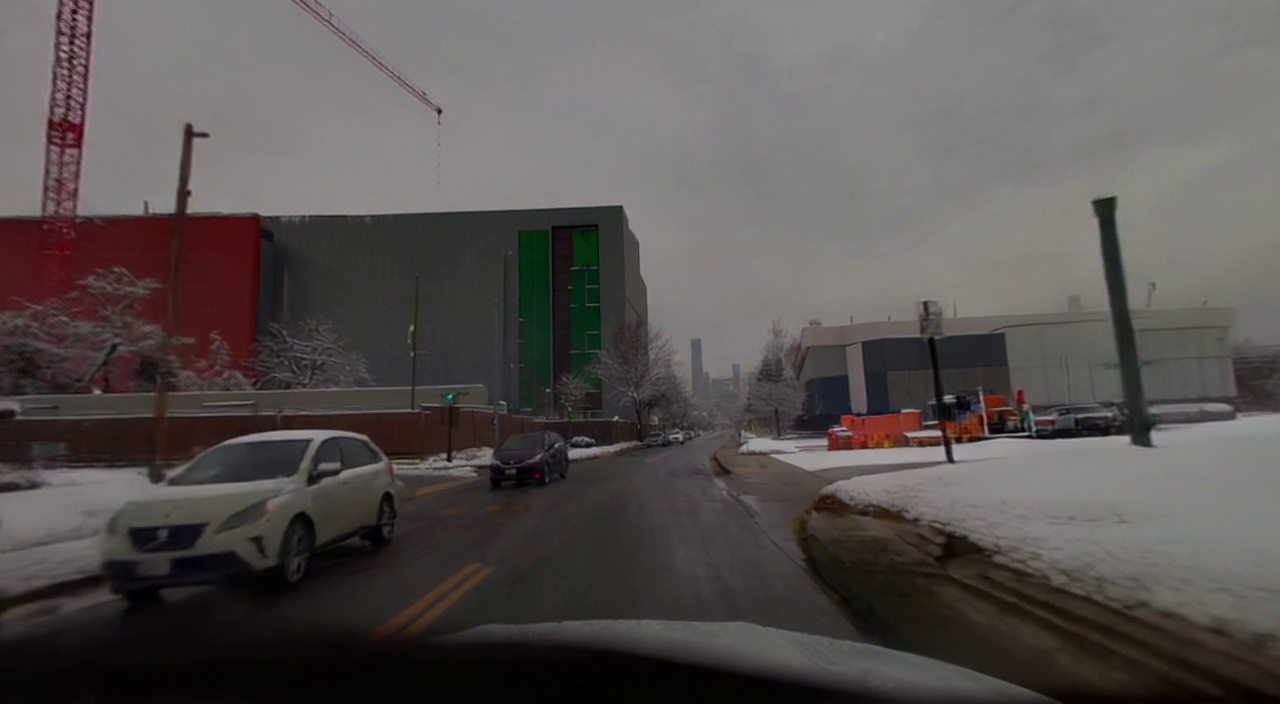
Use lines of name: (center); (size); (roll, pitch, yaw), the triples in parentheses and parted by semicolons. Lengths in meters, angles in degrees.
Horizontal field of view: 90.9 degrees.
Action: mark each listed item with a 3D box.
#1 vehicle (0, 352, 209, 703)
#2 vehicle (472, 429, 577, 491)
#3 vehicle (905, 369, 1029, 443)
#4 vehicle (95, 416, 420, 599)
vehicle: (-3.466, 0.726, 1.459); (2.026, 1.699, 4.224); (0, -8, -2)
vehicle: (-3.351, 3.208, 19.243); (1.967, 1.646, 4.192); (-1, -8, 7)
vehicle: (19.280, 3.498, 38.114); (3.031, 3.863, 9.734); (-1, -8, 5)
vehicle: (-3.937, 1.575, 7.114); (1.736, 1.610, 2.874); (0, -8, 3)
